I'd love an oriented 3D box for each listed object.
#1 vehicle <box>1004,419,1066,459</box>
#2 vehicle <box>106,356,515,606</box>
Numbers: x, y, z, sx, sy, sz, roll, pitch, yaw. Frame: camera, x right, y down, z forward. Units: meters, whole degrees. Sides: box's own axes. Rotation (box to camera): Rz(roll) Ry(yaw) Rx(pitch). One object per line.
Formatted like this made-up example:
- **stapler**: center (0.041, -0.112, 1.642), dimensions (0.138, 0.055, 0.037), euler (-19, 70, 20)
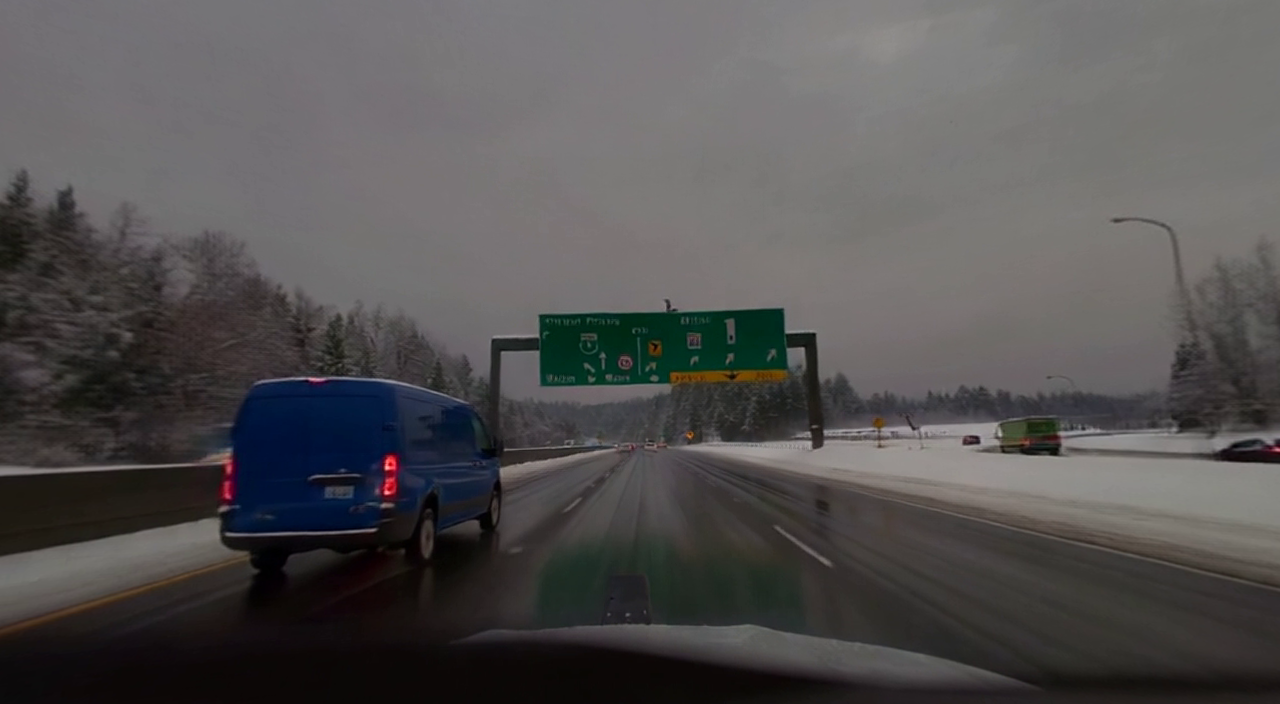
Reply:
- **vehicle**: center (29.281, 6.486, 46.824), dimensions (2.207, 2.820, 5.493), euler (-2, -8, 14)
- **vehicle**: center (-3.141, 1.366, 7.479), dimensions (2.281, 2.025, 4.586), euler (0, -8, 1)
